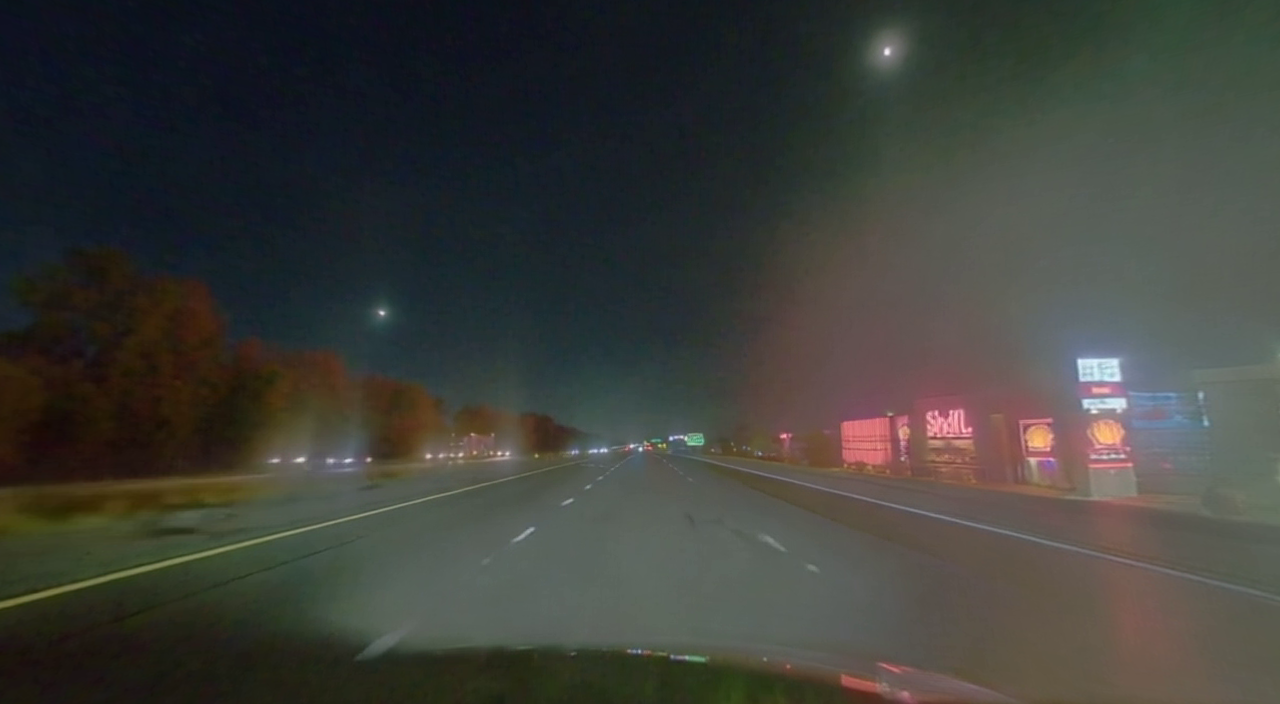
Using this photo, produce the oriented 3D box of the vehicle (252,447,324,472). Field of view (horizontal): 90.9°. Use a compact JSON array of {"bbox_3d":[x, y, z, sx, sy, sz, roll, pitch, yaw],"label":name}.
[{"bbox_3d":[-22.953,6.988,41.338,1.908,1.481,4.806,0,-8,1],"label":"vehicle"}]
